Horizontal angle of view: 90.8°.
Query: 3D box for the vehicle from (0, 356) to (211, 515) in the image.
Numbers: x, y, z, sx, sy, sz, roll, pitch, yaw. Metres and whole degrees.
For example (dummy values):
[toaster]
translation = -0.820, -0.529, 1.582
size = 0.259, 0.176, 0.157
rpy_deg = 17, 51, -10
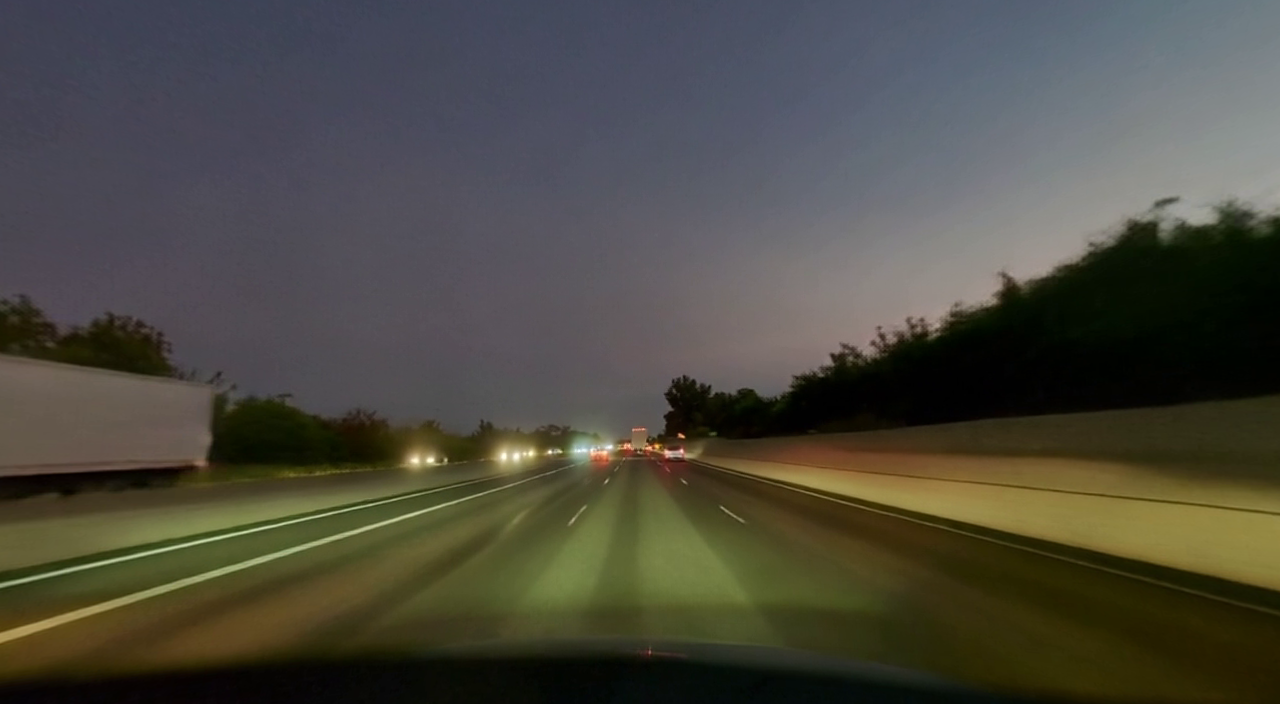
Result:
[vehicle]
translation = -17.748, 2.206, 16.547
size = 2.932, 3.996, 14.452
rpy_deg = 0, -9, 0
